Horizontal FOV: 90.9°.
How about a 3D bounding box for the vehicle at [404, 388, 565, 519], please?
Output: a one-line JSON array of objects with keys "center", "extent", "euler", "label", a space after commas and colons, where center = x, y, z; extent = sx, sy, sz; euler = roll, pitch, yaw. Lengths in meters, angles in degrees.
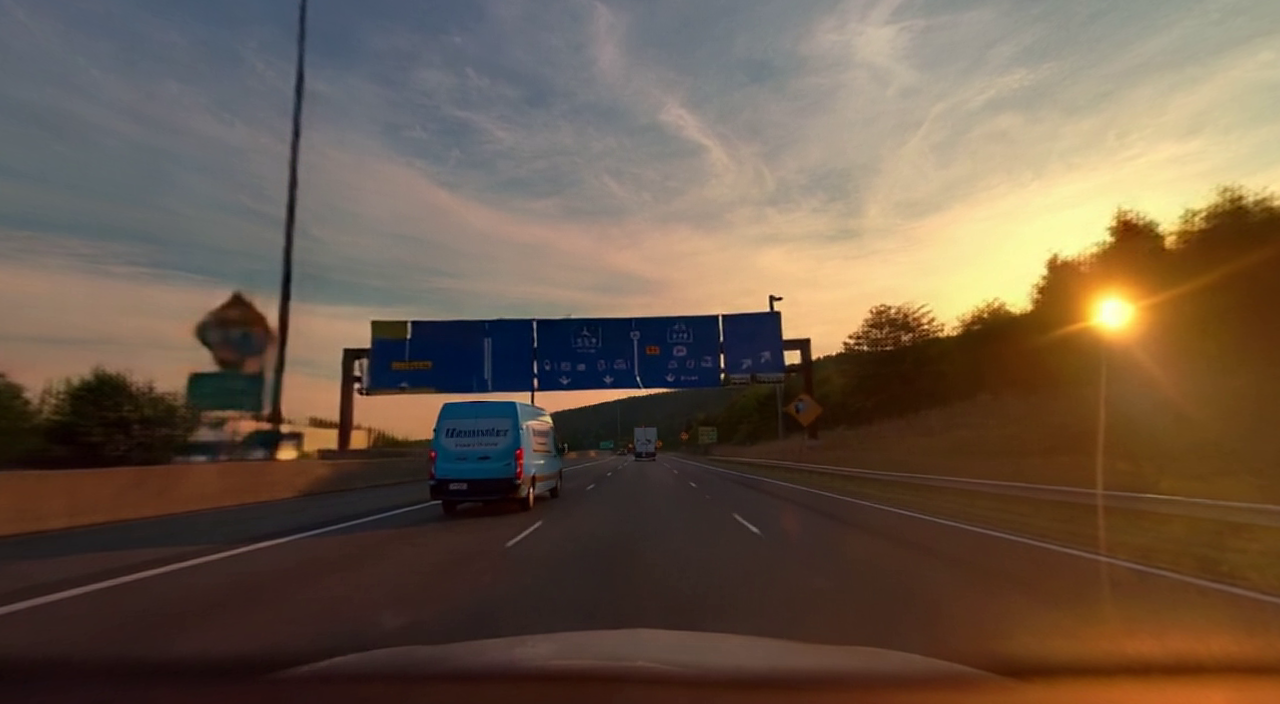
[{"center": [-3.534, 2.560, 16.233], "extent": [2.320, 2.636, 7.021], "euler": [0, -9, 0], "label": "vehicle"}]
